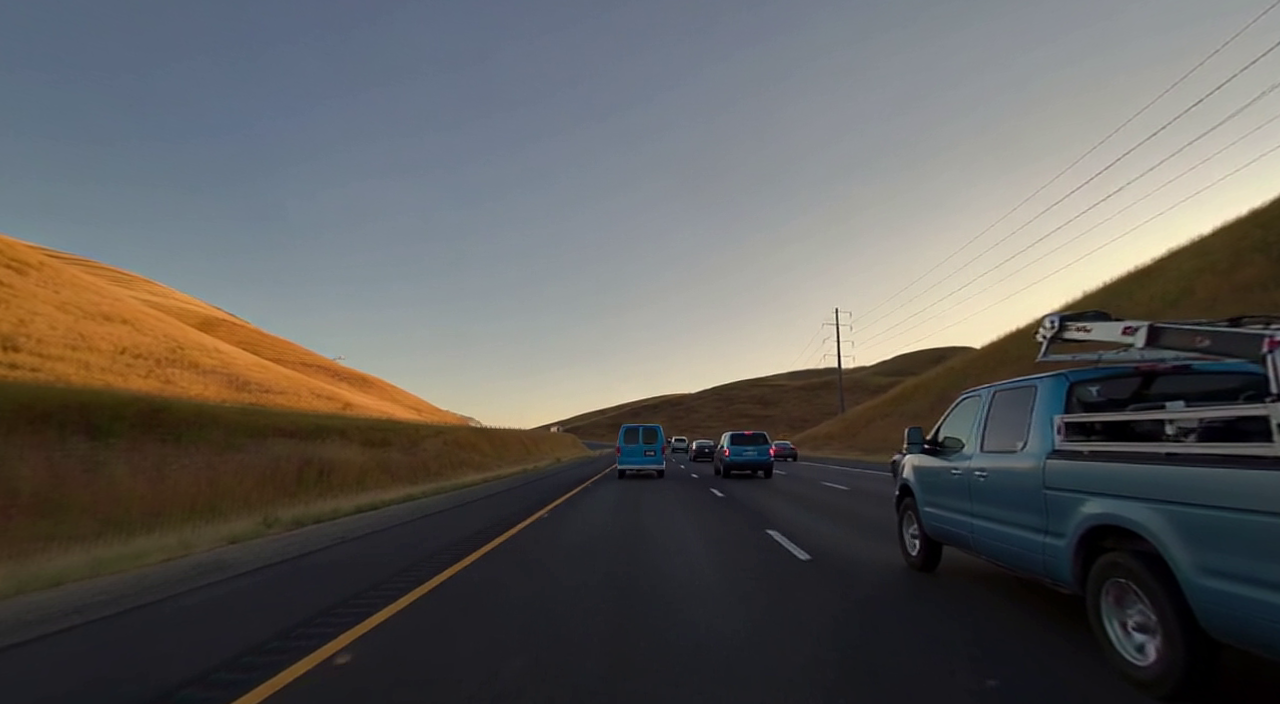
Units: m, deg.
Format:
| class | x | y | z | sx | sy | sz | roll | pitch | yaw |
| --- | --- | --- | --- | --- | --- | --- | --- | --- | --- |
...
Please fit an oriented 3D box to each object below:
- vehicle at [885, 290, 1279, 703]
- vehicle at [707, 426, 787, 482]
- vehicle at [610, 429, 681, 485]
| class | x | y | z | sx | sy | sz | roll | pitch | yaw |
| --- | --- | --- | --- | --- | --- | --- | --- | --- | --- |
| vehicle | 3.895 | 0.882 | 3.641 | 2.691 | 1.901 | 5.744 | 0 | -8 | 1 |
| vehicle | 3.777 | 3.717 | 23.138 | 2.139 | 1.821 | 4.480 | 0 | -8 | 0 |
| vehicle | 0.186 | 3.676 | 22.372 | 2.268 | 1.772 | 4.523 | 0 | -8 | 1 |
